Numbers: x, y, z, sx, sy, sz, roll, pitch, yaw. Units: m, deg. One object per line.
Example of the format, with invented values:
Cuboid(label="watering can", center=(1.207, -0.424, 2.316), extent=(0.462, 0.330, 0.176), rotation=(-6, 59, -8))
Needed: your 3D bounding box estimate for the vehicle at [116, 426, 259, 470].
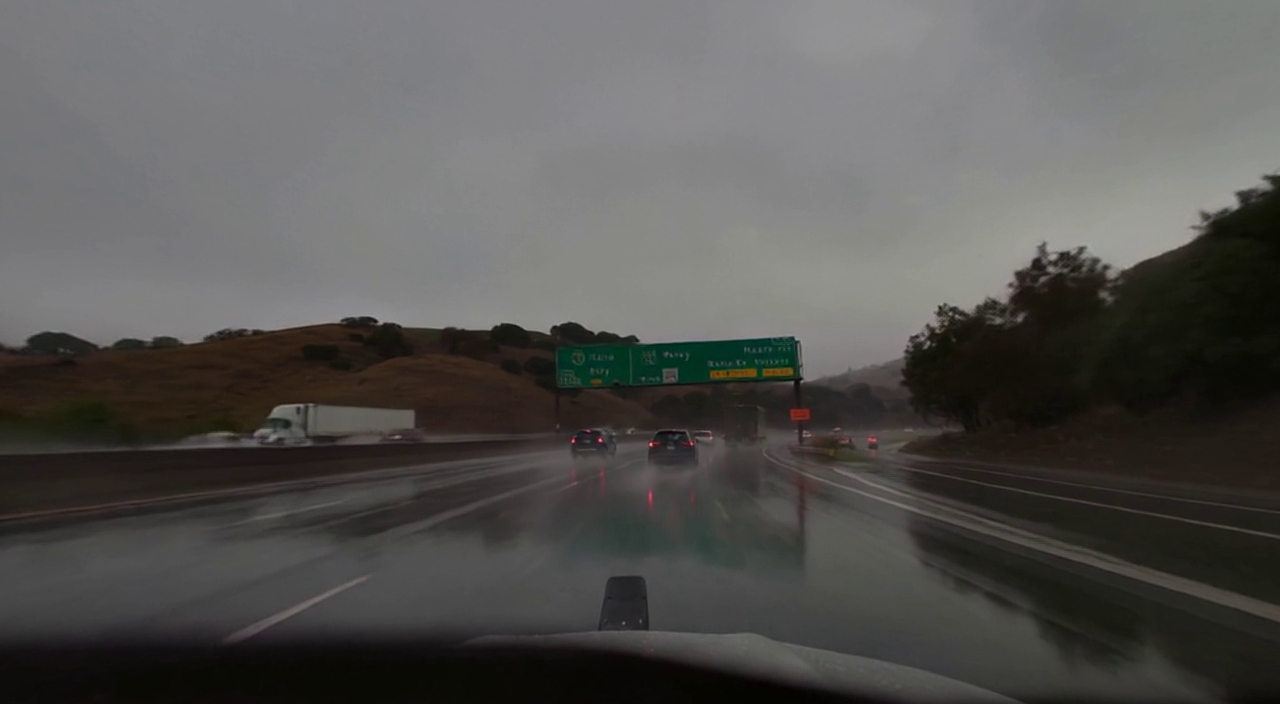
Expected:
Cuboid(label="vehicle", center=(-16.254, 3.474, 22.991), extent=(1.859, 1.459, 4.281), rotation=(-1, -8, 4))

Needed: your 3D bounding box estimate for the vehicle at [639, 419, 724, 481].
Cuboid(label="vehicle", center=(1.368, 3.209, 20.937), extent=(2.484, 1.820, 4.497), rotation=(-1, -8, 4))

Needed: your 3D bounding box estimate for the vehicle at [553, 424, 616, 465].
Cuboid(label="vehicle", center=(-2.456, 4.252, 29.091), extent=(2.077, 1.712, 4.406), rotation=(-1, -8, 6))

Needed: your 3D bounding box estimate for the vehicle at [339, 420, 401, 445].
Cuboid(label="vehicle", center=(-21.289, 6.440, 49.963), extent=(2.144, 1.860, 4.918), rotation=(-1, -8, 9))
